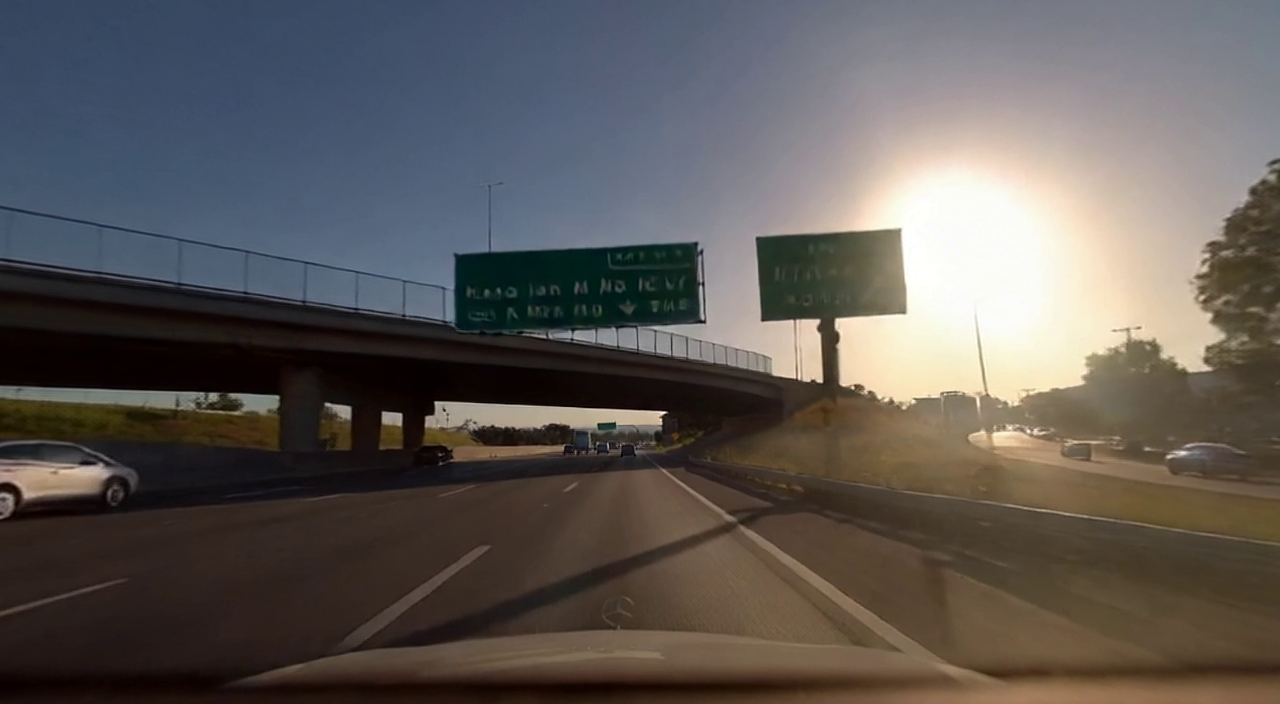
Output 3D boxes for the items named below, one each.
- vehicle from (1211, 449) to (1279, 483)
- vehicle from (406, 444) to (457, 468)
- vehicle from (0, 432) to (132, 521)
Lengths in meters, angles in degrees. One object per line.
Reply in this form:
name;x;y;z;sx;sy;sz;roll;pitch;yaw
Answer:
vehicle;32.654;5.999;33.410;2.356;1.643;4.254;-4;-9;24
vehicle;-14.722;7.341;44.811;2.057;1.619;4.443;0;-8;0
vehicle;-14.129;2.650;13.644;2.049;1.792;5.177;0;-8;-1
